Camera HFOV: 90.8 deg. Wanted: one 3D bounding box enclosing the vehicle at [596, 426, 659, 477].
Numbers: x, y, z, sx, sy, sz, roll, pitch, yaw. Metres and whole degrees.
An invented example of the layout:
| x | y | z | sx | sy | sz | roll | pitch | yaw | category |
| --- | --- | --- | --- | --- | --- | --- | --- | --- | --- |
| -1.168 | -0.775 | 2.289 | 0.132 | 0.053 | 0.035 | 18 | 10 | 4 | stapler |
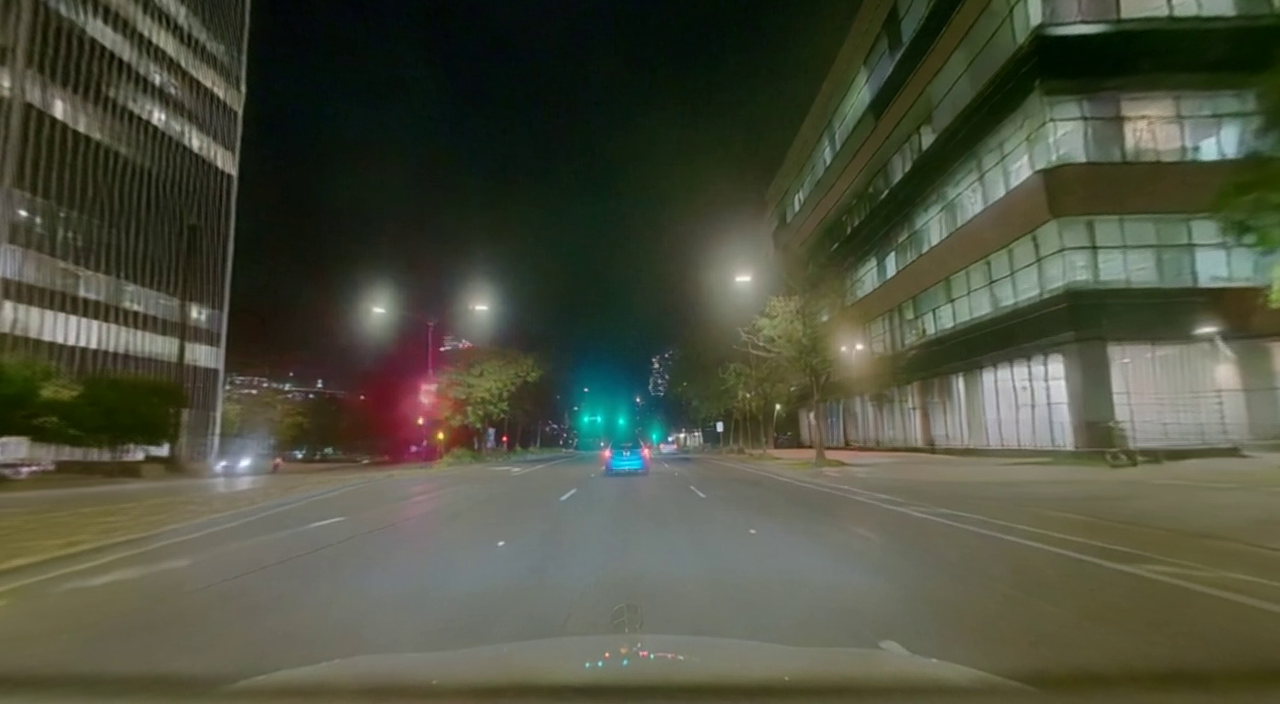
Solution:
| x | y | z | sx | sy | sz | roll | pitch | yaw | category |
| --- | --- | --- | --- | --- | --- | --- | --- | --- | --- |
| -0.478 | 3.992 | 25.485 | 2.313 | 1.860 | 4.319 | 0 | -8 | -1 | vehicle |

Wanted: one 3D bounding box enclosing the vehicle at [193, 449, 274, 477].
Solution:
| x | y | z | sx | sy | sz | roll | pitch | yaw | category |
| --- | --- | --- | --- | --- | --- | --- | --- | --- | --- |
| -23.639 | 6.466 | 36.931 | 1.867 | 1.469 | 4.243 | -1 | -9 | 0 | vehicle |
